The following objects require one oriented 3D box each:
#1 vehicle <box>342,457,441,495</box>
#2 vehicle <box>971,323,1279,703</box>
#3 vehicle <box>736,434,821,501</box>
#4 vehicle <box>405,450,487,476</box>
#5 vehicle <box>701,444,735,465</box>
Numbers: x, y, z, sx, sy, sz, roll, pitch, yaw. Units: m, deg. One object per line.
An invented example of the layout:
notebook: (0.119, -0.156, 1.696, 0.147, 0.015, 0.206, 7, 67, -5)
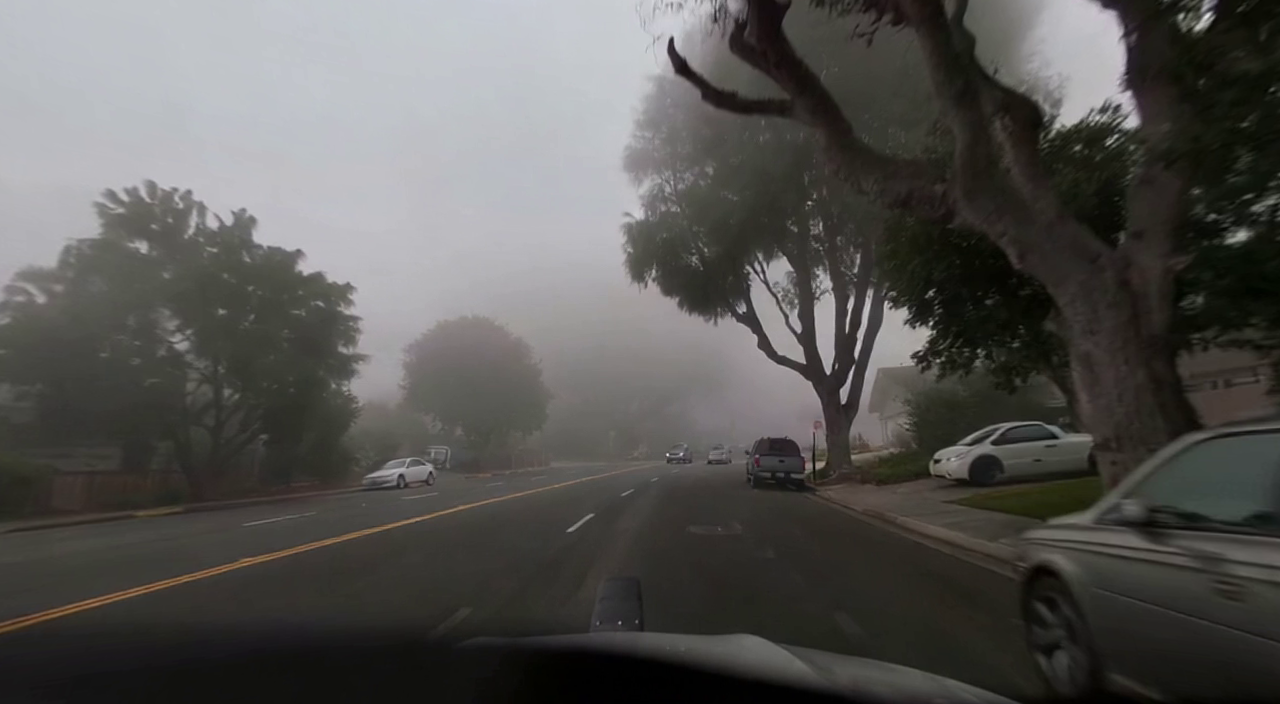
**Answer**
vehicle: (-11.596, 5.823, 29.880, 2.118, 1.496, 5.030, -3, -9, 8)
vehicle: (3.227, 0.742, 1.590, 2.213, 1.807, 5.099, 0, -8, 3)
vehicle: (4.706, 3.952, 22.181, 2.516, 2.019, 5.790, -1, -9, 9)
vehicle: (-14.053, 8.040, 45.737, 5.177, 1.779, 2.199, -1, -9, 5)
vehicle: (5.887, 7.641, 46.969, 1.955, 1.459, 4.383, -2, -9, 14)
